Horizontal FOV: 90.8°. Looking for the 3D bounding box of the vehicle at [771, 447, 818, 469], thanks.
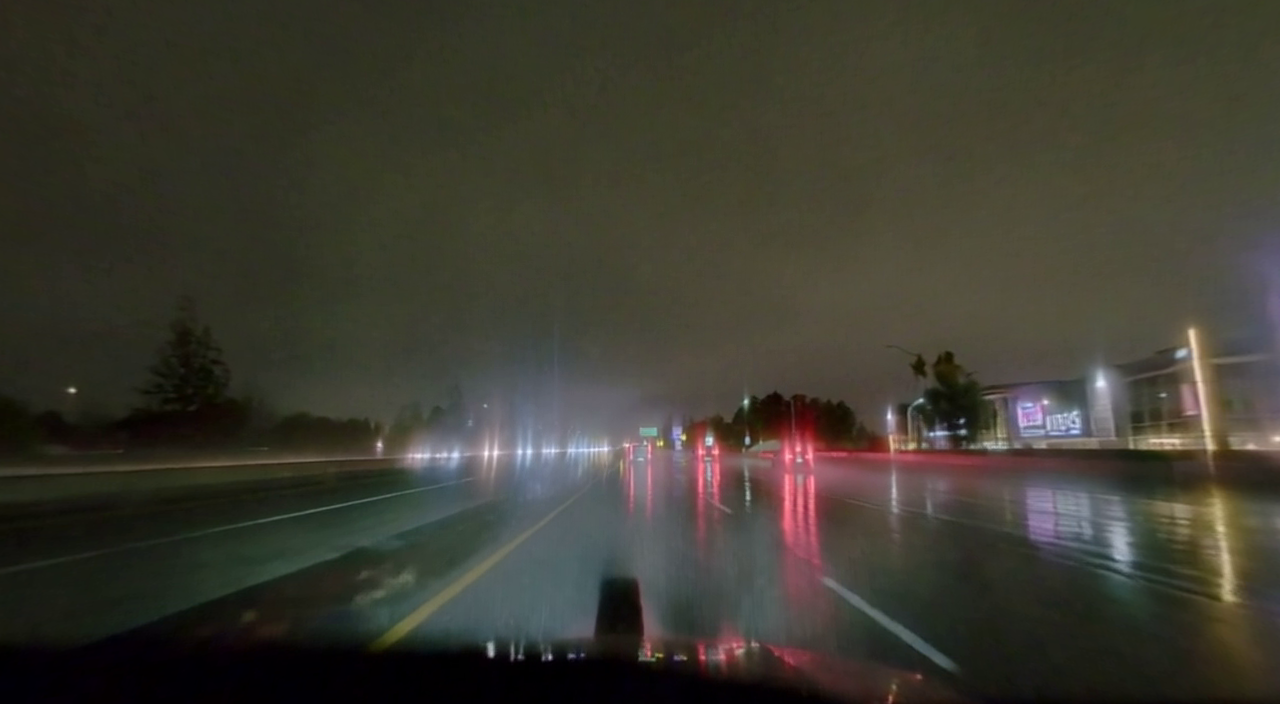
[{"bbox_3d":[10.599,7.290,43.705,1.953,1.473,4.512,0,-8,-2],"label":"vehicle"}]
